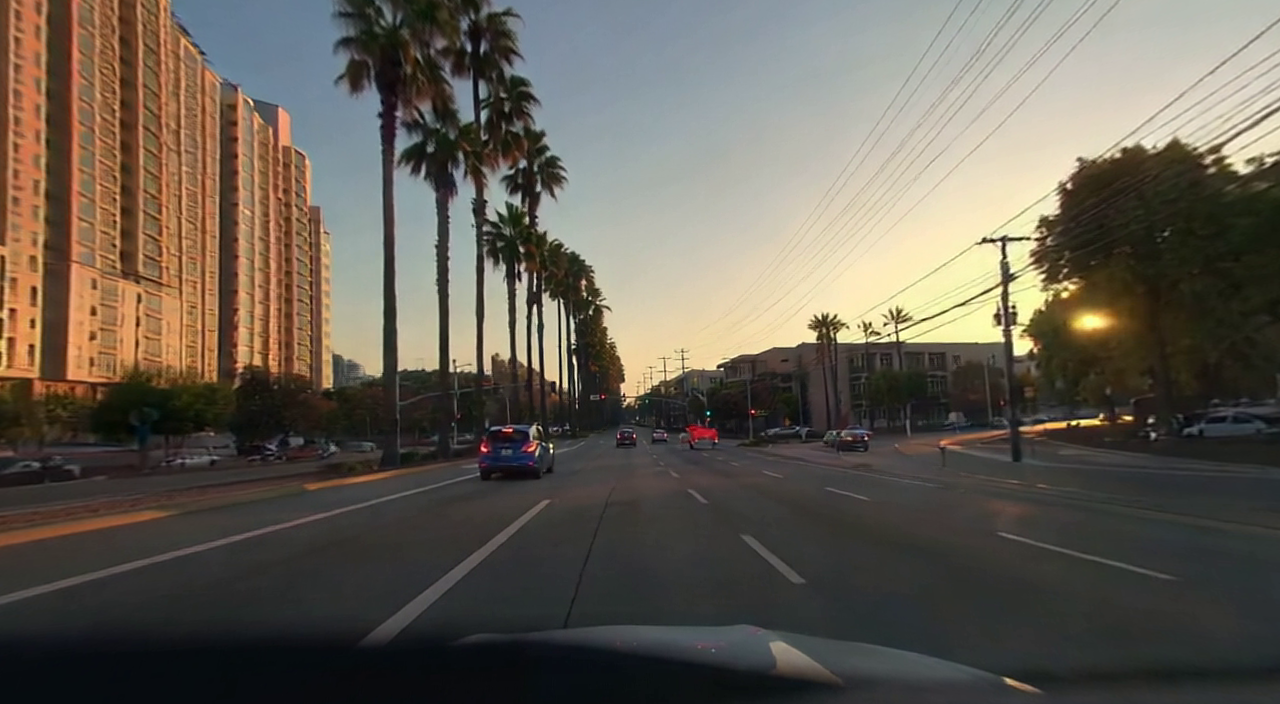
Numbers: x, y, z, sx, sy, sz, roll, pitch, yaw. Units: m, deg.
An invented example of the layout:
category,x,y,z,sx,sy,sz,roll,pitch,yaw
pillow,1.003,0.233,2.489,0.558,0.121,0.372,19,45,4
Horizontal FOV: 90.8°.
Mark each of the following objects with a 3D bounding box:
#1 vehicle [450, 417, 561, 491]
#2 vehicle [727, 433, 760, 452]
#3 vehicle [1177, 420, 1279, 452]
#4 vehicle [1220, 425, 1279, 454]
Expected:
category,x,y,z,sx,sy,sz,roll,pitch,yaw
vehicle,-3.549,2.816,17.591,2.136,1.779,4.417,0,-8,0
vehicle,8.048,7.113,49.445,1.897,1.390,4.391,0,-8,1
vehicle,33.092,4.729,35.466,4.393,1.718,1.961,1,-9,-10
vehicle,33.341,4.595,33.063,4.327,1.474,1.963,1,-9,-10
